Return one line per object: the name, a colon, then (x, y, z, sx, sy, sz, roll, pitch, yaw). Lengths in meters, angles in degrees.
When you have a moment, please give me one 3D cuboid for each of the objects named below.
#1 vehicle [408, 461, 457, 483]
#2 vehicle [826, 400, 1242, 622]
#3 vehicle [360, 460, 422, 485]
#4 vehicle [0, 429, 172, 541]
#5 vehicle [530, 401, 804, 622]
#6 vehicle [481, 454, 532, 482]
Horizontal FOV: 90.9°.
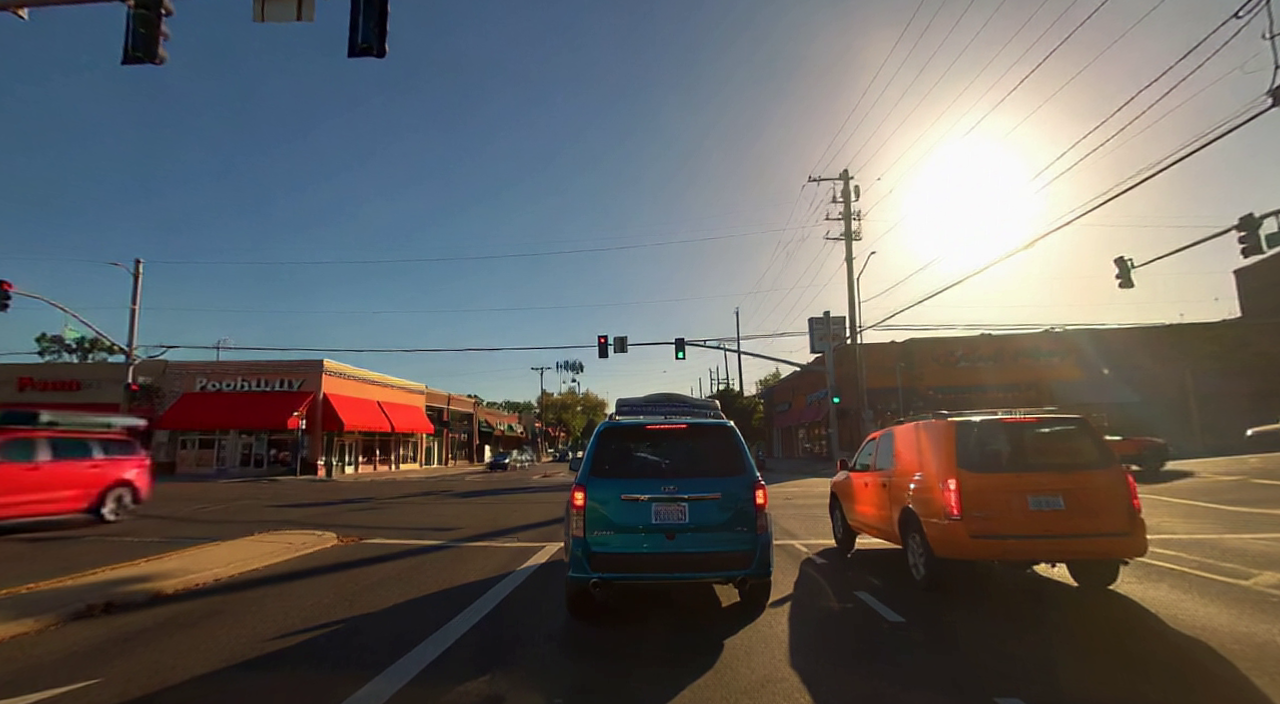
vehicle: (-15.487, 8.962, 47.268, 1.875, 1.475, 4.449, -1, -8, 5)
vehicle: (3.617, 1.518, 6.964, 1.976, 1.664, 4.189, -1, -8, 2)
vehicle: (-16.243, 7.850, 41.403, 1.872, 1.433, 4.404, -1, -8, 7)
vehicle: (-11.201, 2.290, 11.183, 2.029, 1.776, 4.711, -1, -8, 3)
vehicle: (0.256, 1.510, 6.829, 2.098, 1.682, 3.778, 0, -8, 2)
vehicle: (-8.976, 7.800, 42.740, 2.023, 1.713, 4.451, -1, -8, 6)
